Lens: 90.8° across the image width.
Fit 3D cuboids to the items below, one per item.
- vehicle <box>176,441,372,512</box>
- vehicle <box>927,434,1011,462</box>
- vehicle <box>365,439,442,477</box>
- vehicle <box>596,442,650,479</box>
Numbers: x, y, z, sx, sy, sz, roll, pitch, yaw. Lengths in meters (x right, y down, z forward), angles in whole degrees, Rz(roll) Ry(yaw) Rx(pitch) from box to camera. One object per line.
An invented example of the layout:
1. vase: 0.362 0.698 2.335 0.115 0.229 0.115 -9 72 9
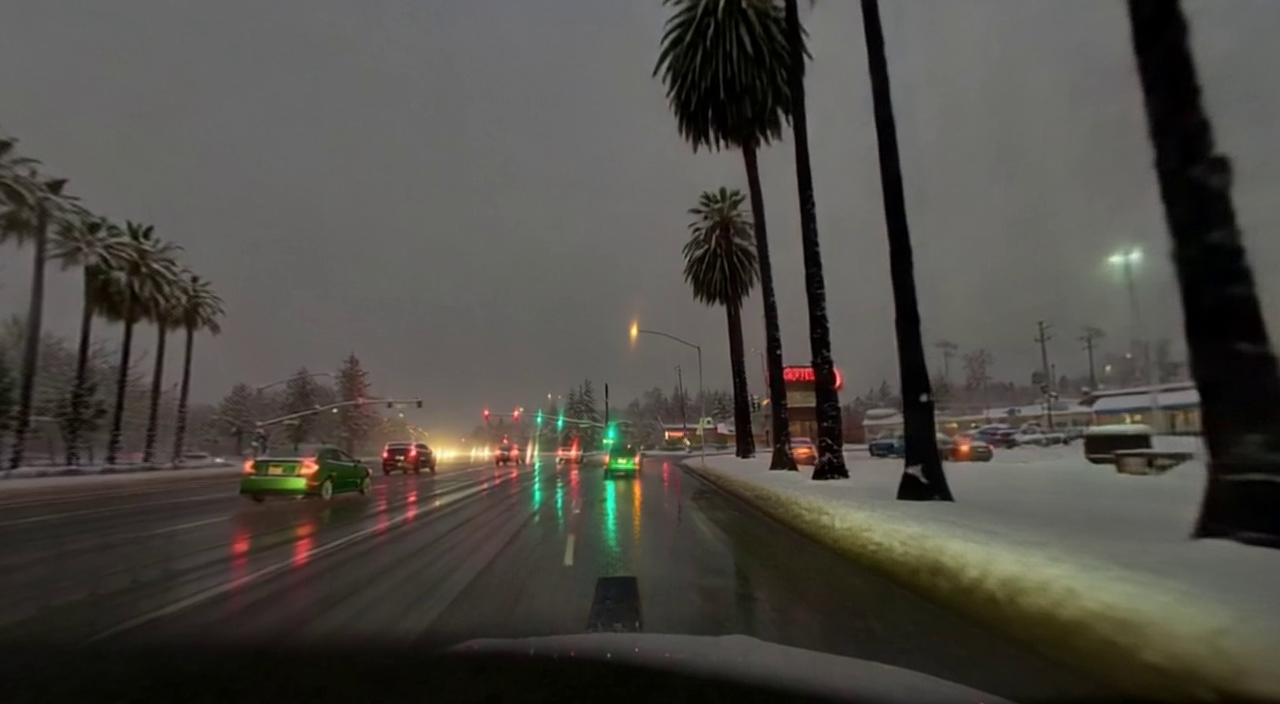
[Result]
1. vehicle: -8.499 2.906 15.293 1.958 1.455 4.504 0 -9 1
2. vehicle: 18.803 5.575 36.377 1.882 1.463 4.550 2 -10 -8
3. vehicle: -11.337 5.113 30.715 2.108 1.669 5.076 1 -9 -5
4. vehicle: -0.655 4.786 28.153 2.070 1.493 4.570 0 -9 3
